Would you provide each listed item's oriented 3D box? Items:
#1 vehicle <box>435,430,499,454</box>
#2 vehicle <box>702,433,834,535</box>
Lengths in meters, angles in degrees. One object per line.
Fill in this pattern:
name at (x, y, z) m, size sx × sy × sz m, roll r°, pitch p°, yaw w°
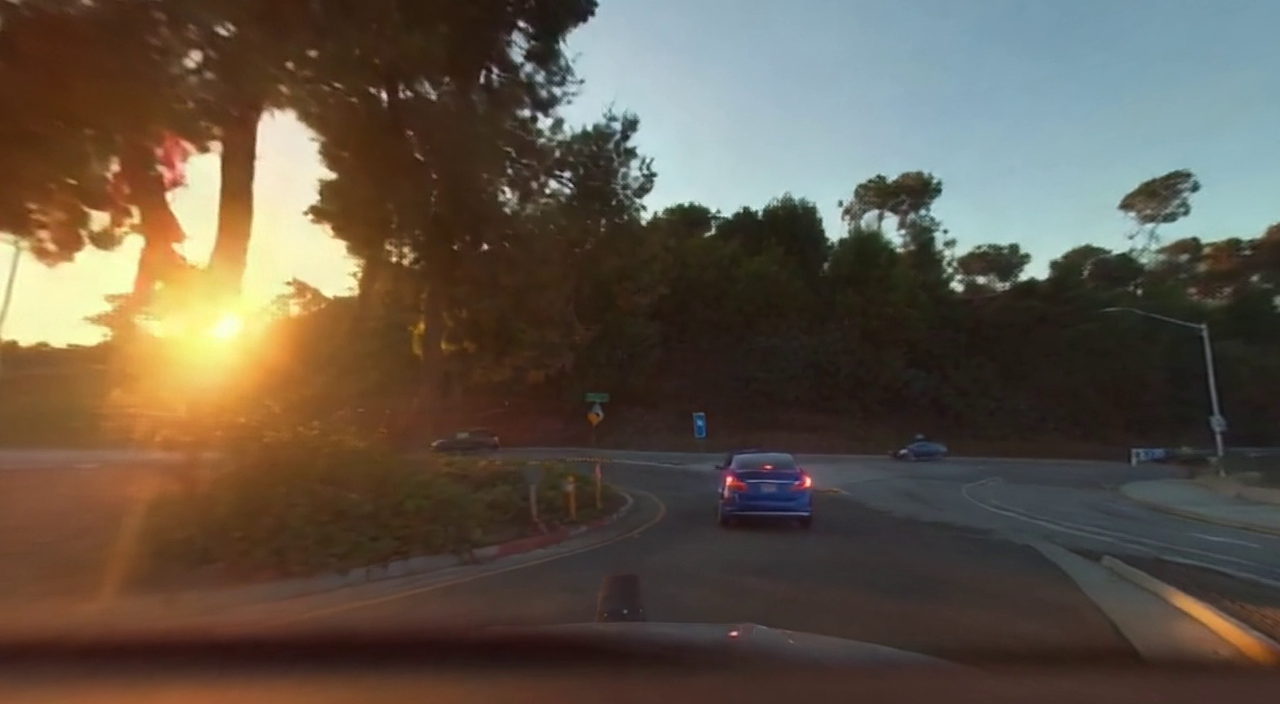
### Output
vehicle at (-11.746, 6.169, 42.886) m, size 4.045 × 1.569 × 1.781 m, roll 2°, pitch -10°, yaw -15°
vehicle at (2.458, 2.478, 12.310) m, size 2.078 × 1.607 × 4.010 m, roll -2°, pitch -10°, yaw 11°
